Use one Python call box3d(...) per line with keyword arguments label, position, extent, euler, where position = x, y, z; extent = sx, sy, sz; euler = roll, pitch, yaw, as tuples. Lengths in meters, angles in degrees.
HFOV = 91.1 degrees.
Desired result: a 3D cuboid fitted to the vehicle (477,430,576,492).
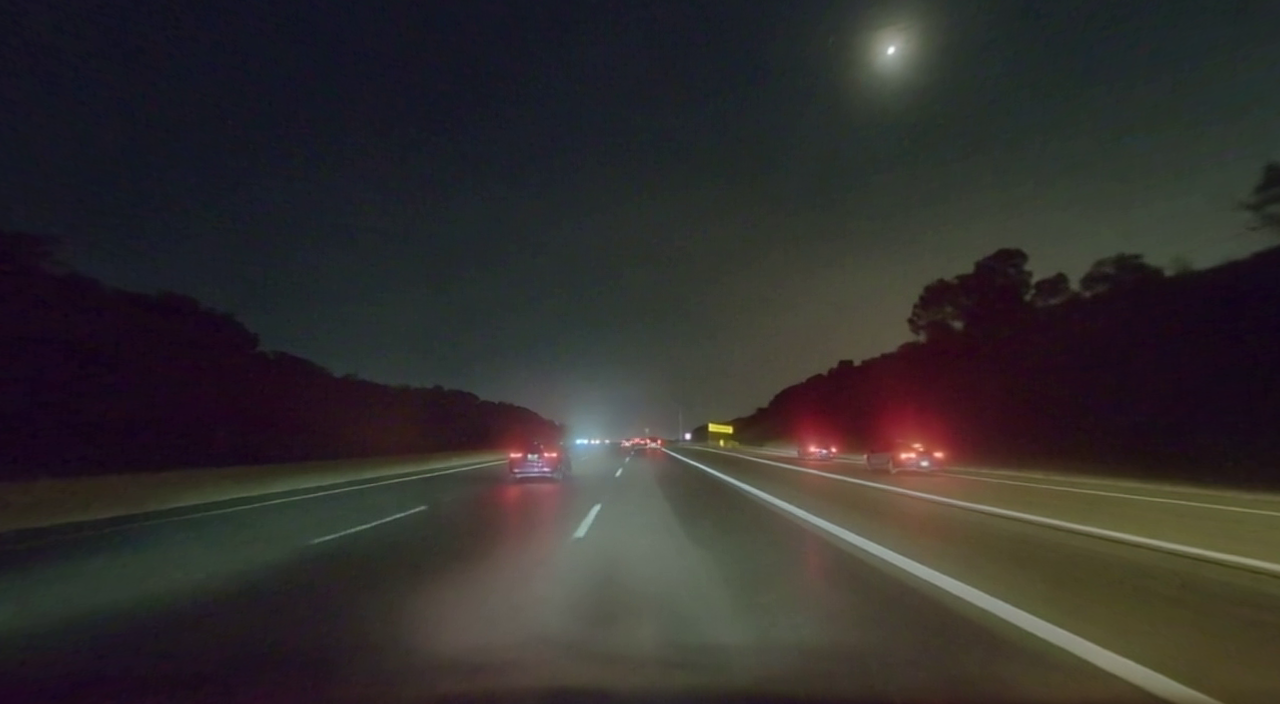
box3d(label="vehicle", position=(-3.174, 3.118, 18.508), extent=(2.039, 1.589, 4.324), euler=(0, -8, 1))
